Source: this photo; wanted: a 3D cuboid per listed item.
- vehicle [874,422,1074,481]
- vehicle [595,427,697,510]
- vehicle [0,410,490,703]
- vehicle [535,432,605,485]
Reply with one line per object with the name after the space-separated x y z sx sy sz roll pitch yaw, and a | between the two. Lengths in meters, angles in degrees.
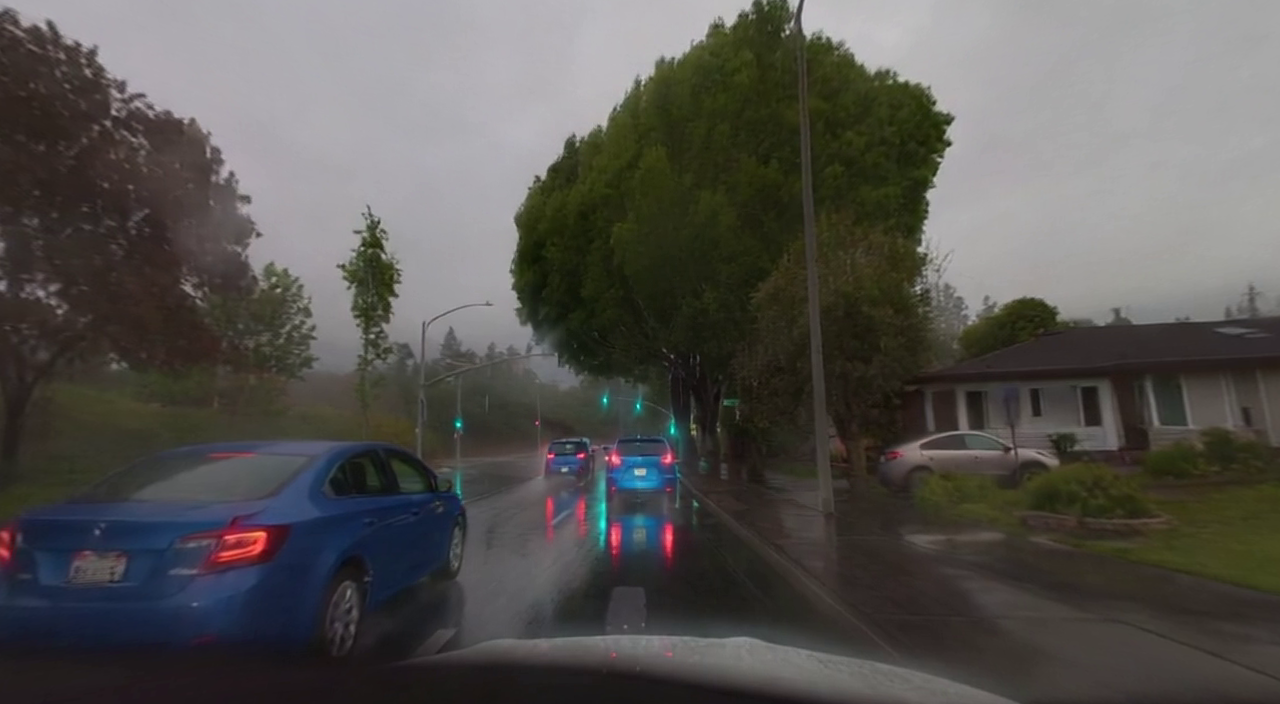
9.137 2.761 17.560 4.456 1.504 1.914 0 -8 0 | vehicle
0.105 2.720 15.133 2.120 1.718 3.909 0 -9 0 | vehicle
-2.836 1.344 5.119 1.968 1.472 4.685 0 -9 1 | vehicle
-2.466 3.893 23.282 2.000 1.737 4.133 0 -9 2 | vehicle
